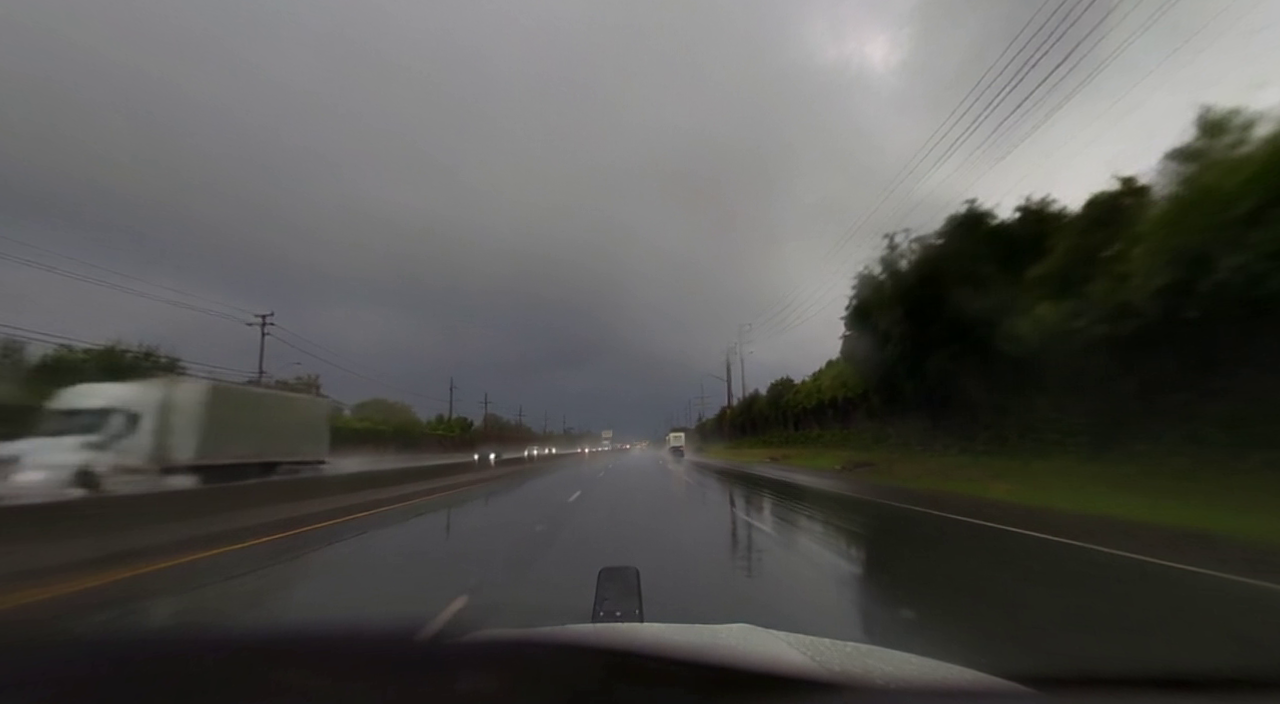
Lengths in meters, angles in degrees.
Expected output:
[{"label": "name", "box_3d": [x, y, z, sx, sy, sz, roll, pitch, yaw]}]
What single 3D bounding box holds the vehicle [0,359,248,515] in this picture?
[{"label": "vehicle", "box_3d": [-15.027, 2.479, 18.273, 3.396, 3.812, 5.547, 1, -9, 0]}]
